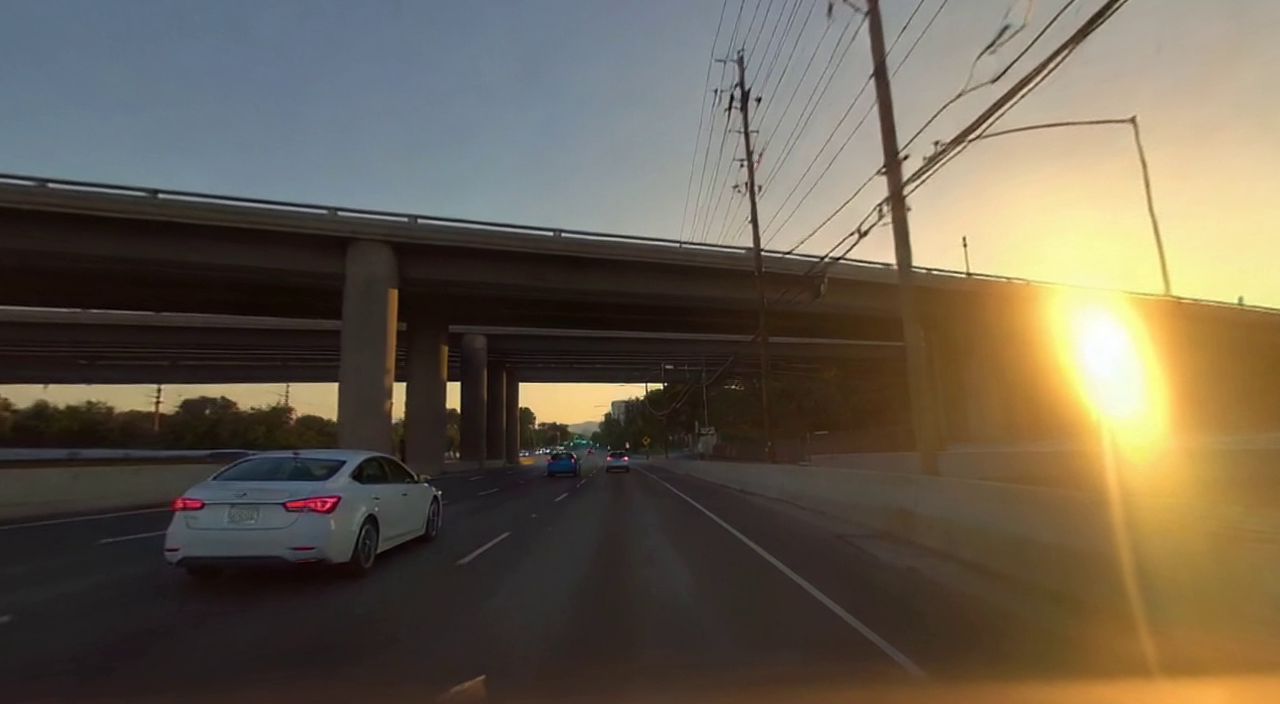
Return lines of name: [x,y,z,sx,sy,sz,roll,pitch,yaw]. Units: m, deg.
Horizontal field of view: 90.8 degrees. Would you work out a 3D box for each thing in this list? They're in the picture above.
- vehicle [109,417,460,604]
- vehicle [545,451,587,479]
vehicle: [-3.829,1.748,7.913,1.925,1.666,4.271,0,-8,-1]
vehicle: [-4.172,6.374,36.014,1.946,1.437,4.154,0,-8,-1]
